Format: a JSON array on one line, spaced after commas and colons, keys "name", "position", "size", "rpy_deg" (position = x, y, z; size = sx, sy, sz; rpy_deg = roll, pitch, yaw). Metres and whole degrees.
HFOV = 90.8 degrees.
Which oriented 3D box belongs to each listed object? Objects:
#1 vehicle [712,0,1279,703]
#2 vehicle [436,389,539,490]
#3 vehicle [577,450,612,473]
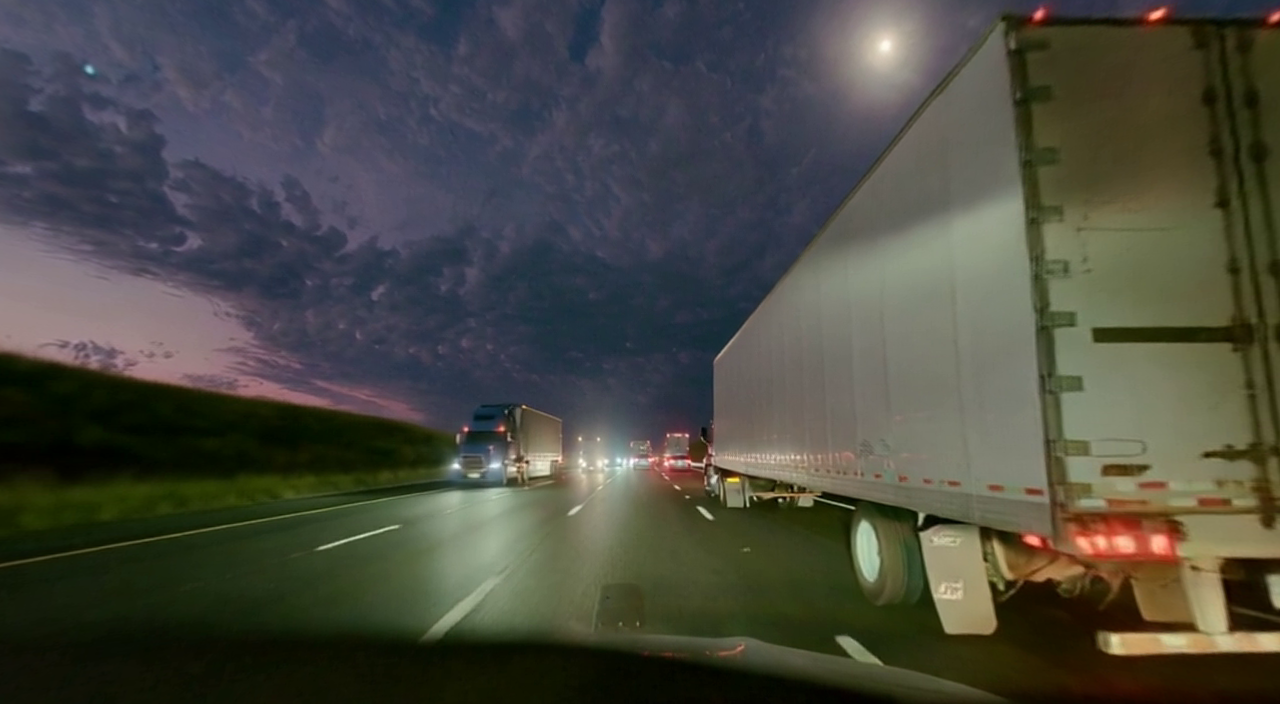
[{"name": "vehicle", "position": [3.466, 0.931, 10.101], "size": [2.845, 4.071, 14.008], "rpy_deg": [0, -9, 0]}, {"name": "vehicle", "position": [-6.540, 3.919, 28.119], "size": [3.004, 3.974, 5.891], "rpy_deg": [0, -9, 0]}, {"name": "vehicle", "position": [-3.334, 8.158, 47.031], "size": [2.088, 1.589, 4.464], "rpy_deg": [0, -9, 2]}]
